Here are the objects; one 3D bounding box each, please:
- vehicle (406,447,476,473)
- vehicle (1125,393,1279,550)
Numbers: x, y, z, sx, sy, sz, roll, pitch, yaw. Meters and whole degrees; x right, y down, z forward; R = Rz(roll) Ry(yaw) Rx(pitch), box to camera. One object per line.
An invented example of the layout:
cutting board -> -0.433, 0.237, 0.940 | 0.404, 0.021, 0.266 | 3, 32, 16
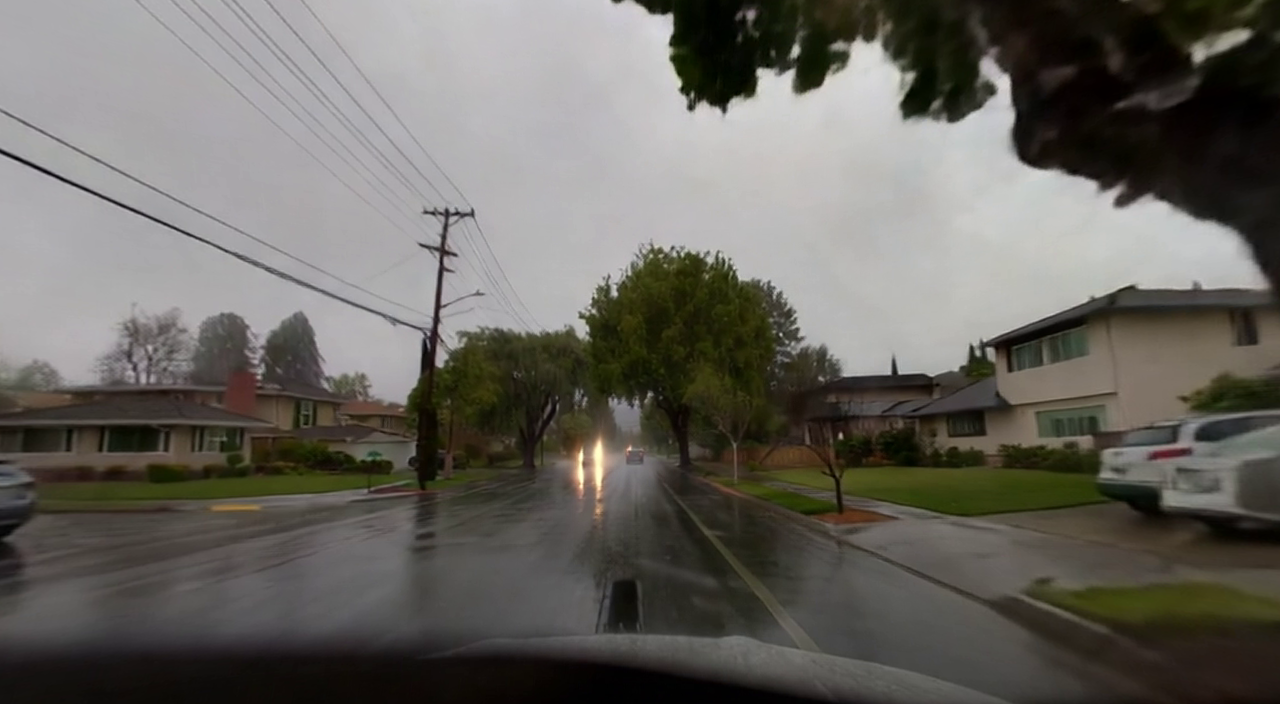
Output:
vehicle -> -14.886, 8.101, 47.497 | 4.662, 1.832, 2.063 | 1, -9, -5
vehicle -> 9.205, 1.383, 7.496 | 4.953, 1.704, 1.952 | -2, -9, 13
